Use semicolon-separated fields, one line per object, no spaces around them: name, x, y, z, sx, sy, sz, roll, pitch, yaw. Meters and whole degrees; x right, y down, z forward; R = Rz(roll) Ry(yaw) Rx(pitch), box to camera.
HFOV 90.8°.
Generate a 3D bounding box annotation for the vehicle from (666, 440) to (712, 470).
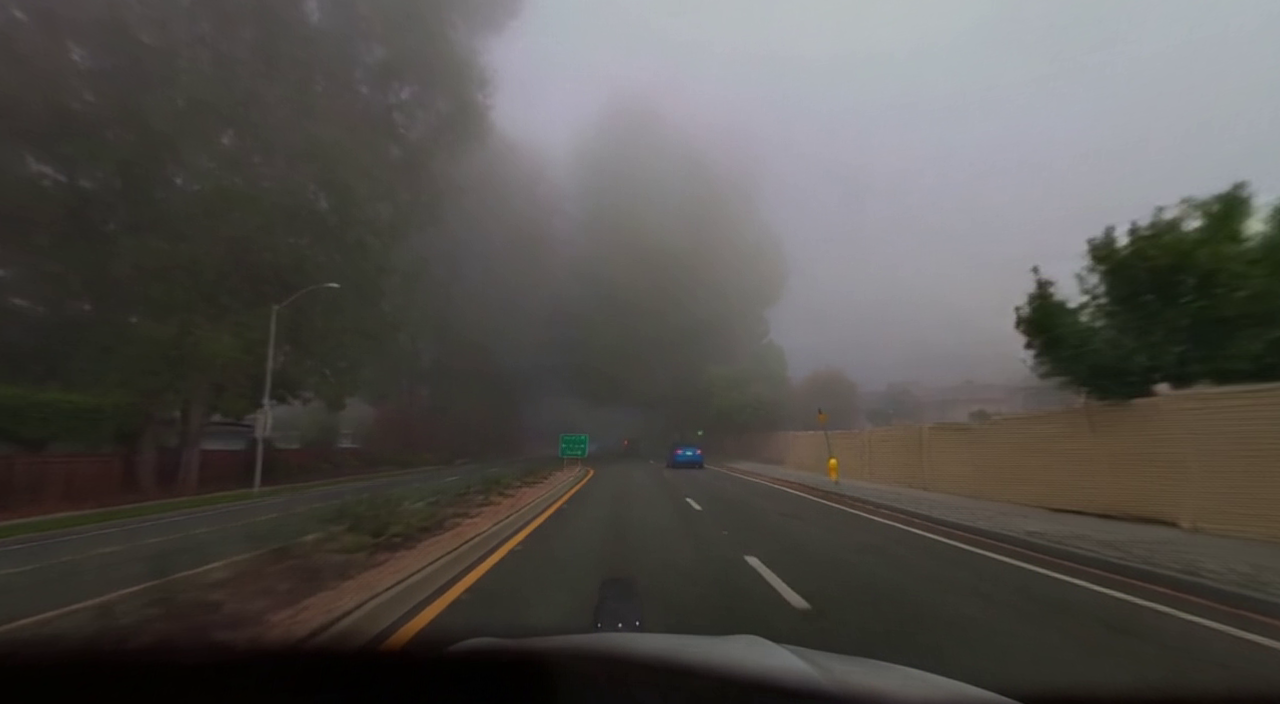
vehicle;2.480;5.355;33.153;1.991;1.476;4.153;0;-8;-1
